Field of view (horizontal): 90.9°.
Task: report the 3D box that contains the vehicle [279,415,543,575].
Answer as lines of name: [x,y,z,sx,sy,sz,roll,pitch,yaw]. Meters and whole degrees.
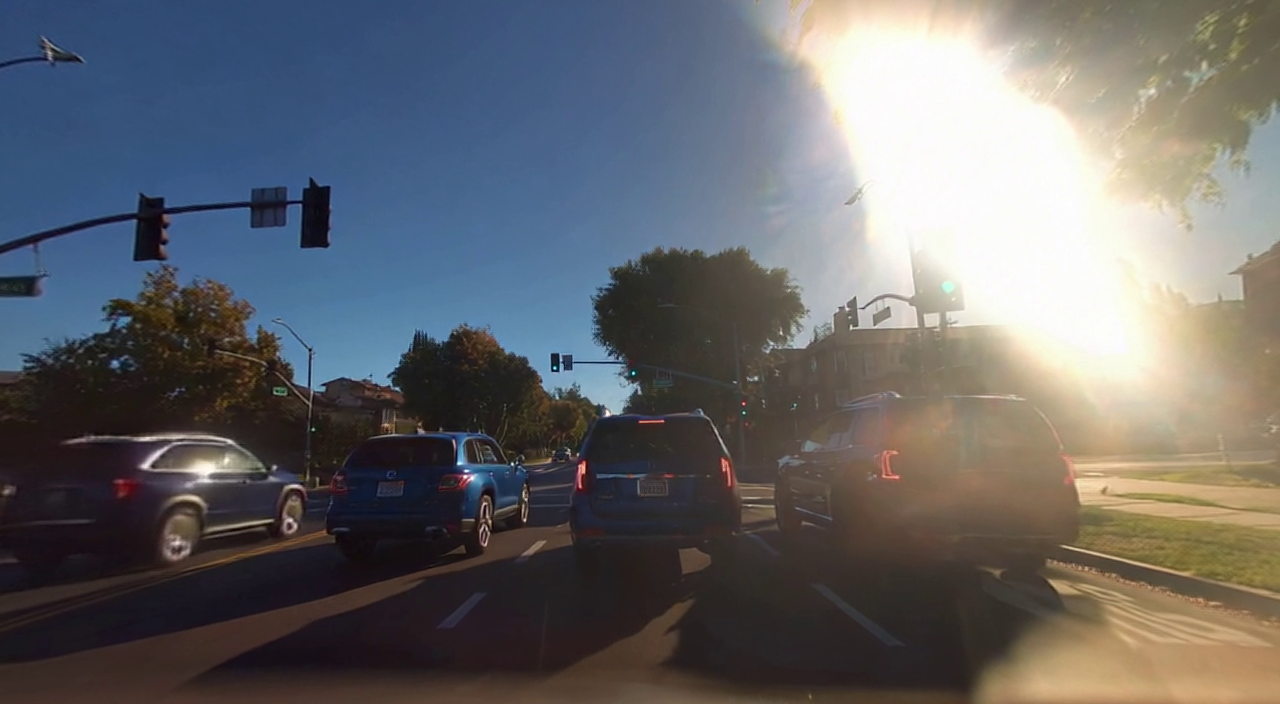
vehicle: [-2.762,1.843,8.957,2.058,1.659,4.514,0,-9,0]

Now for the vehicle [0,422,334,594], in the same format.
vehicle: [-6.380,1.900,8.598,2.193,1.687,4.507,0,-9,-1]

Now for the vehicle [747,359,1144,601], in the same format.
vehicle: [3.091,1.508,8.298,2.338,2.063,5.672,0,-9,0]

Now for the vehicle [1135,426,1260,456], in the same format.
vehicle: [28.179,4.507,31.979,4.512,1.444,1.859,0,-9,0]

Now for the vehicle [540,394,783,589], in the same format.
vehicle: [0.165,1.598,7.983,2.235,1.778,4.178,0,-9,-1]
